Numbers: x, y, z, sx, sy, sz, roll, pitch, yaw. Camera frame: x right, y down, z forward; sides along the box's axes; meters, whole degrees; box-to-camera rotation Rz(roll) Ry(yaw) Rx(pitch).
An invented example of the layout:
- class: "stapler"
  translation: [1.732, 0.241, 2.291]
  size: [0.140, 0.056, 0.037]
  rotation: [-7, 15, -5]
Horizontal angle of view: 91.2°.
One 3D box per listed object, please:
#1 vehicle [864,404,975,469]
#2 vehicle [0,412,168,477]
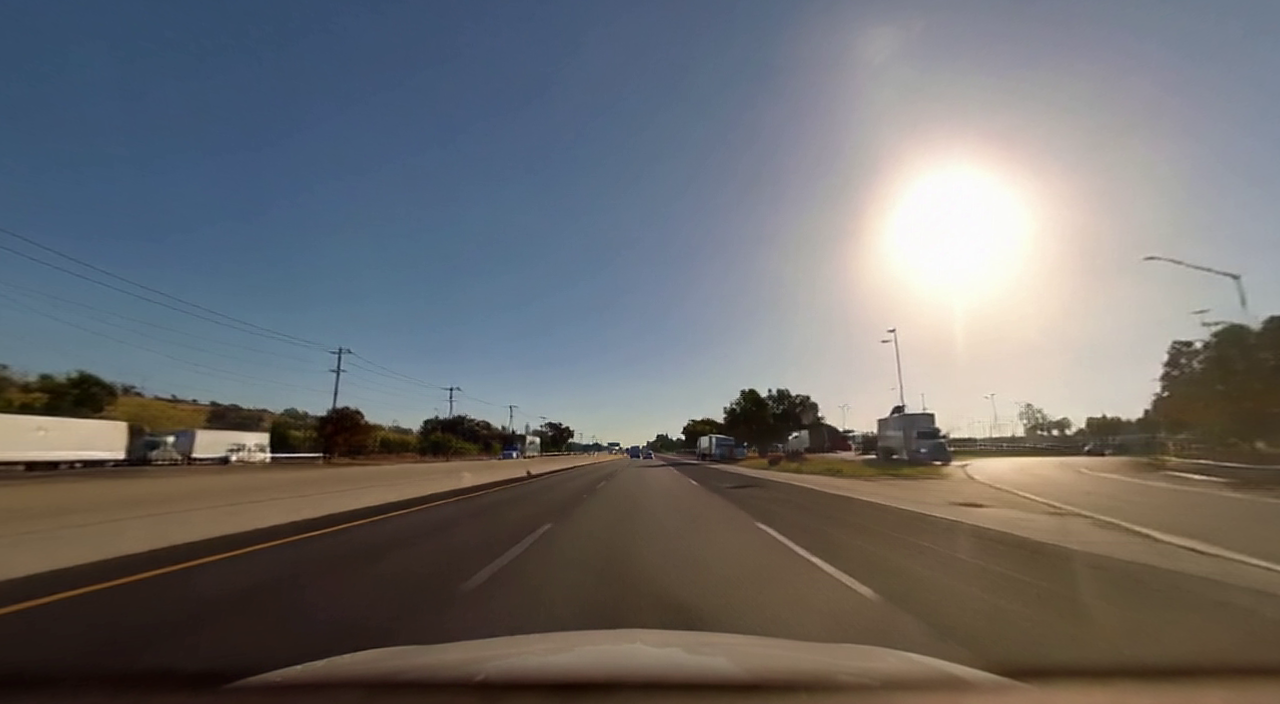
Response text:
- class: "vehicle"
  translation: [20.588, 6.447, 47.745]
  size: [2.840, 4.125, 15.151]
  rotation: [-1, -8, 5]
- class: "vehicle"
  translation: [-34.831, 5.081, 33.938]
  size: [2.758, 3.295, 20.564]
  rotation: [-3, -10, 0]
